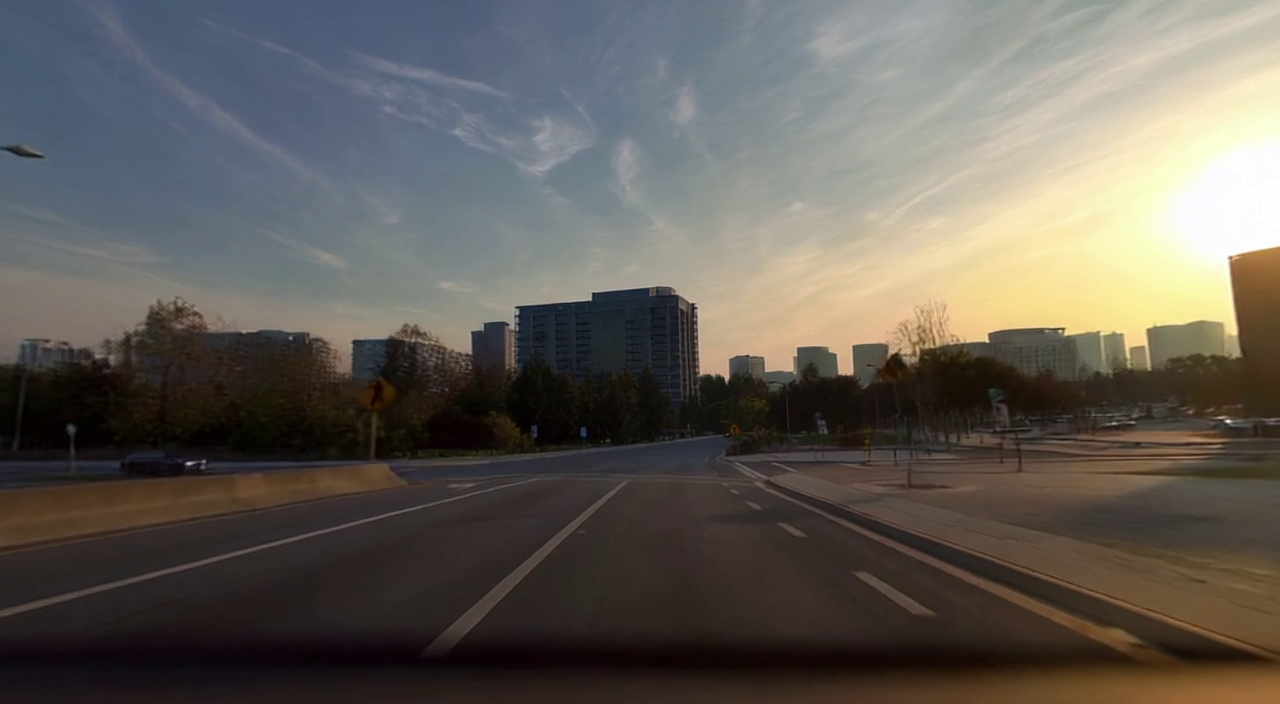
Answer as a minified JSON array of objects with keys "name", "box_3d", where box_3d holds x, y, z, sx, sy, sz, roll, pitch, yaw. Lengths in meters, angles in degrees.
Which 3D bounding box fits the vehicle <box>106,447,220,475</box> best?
[{"name":"vehicle","box_3d":[-26.455,6.019,35.042,4.935,1.476,2.141,-2,-8,9]}]
